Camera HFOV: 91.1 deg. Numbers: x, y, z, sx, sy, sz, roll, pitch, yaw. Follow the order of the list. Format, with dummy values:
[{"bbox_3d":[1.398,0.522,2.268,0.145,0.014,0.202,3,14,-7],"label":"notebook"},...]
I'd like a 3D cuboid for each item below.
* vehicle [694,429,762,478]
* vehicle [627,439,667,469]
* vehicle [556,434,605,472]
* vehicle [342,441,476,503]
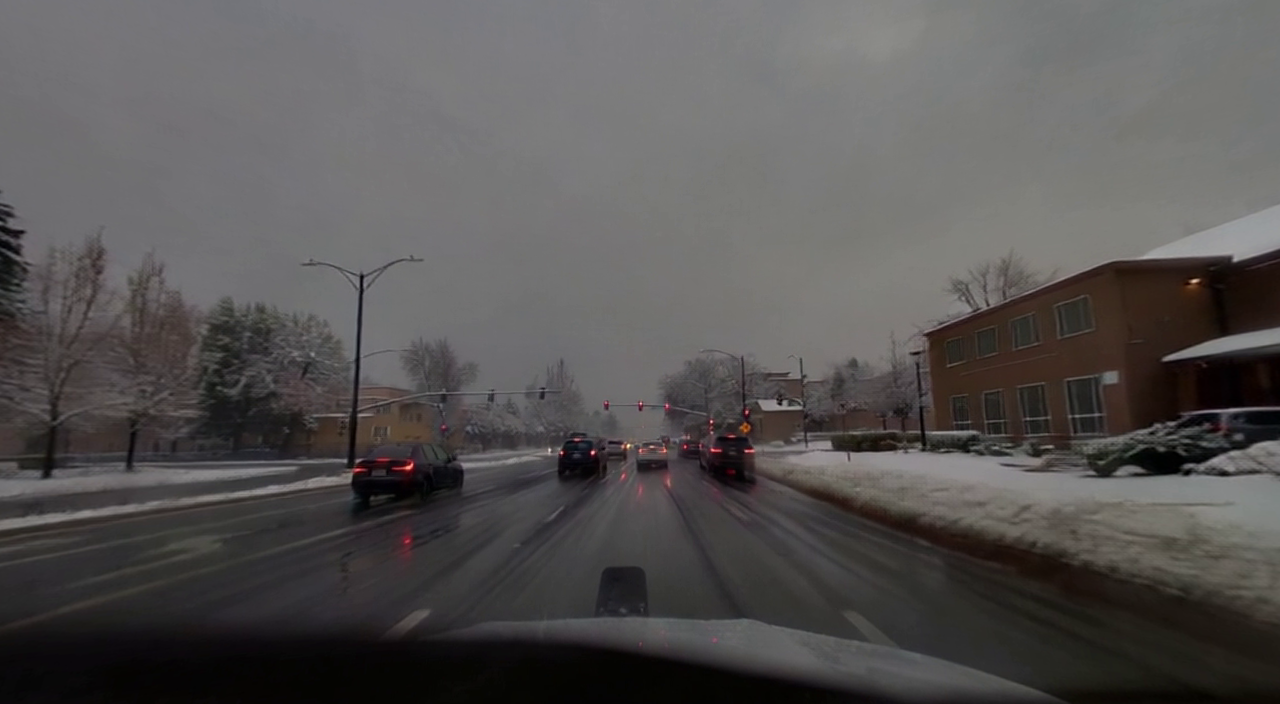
[{"bbox_3d":[3.533,4.200,26.217,2.141,1.833,4.704,0,-8,0],"label":"vehicle"},{"bbox_3d":[0.348,5.405,33.486,2.021,1.461,3.862,0,-8,0],"label":"vehicle"},{"bbox_3d":[-2.863,4.972,31.093,1.912,1.703,4.261,0,-8,2],"label":"vehicle"},{"bbox_3d":[-6.119,3.215,17.335,1.926,1.465,4.620,0,-8,0],"label":"vehicle"}]
